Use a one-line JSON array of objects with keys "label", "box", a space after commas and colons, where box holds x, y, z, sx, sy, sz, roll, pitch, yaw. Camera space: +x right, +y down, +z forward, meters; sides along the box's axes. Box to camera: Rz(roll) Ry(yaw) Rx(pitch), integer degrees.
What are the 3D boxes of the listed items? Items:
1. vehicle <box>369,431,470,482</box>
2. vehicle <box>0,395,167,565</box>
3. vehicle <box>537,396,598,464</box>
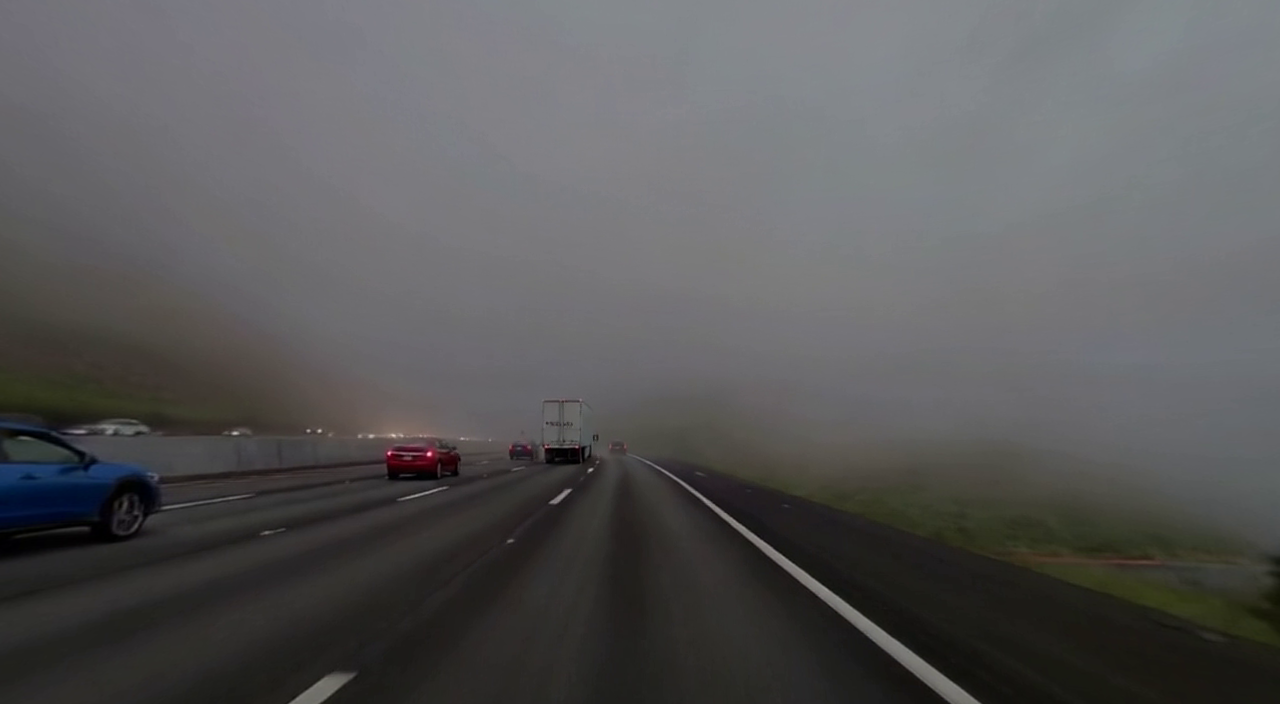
[{"label": "vehicle", "box": [-7.960, 3.829, 23.268, 2.099, 1.644, 4.638, 1, -9, -1]}, {"label": "vehicle", "box": [-7.678, 1.328, 6.599, 2.081, 1.740, 4.268, 1, -9, 0]}, {"label": "vehicle", "box": [-4.776, 5.681, 44.464, 2.880, 4.025, 14.064, 1, -9, -1]}]
